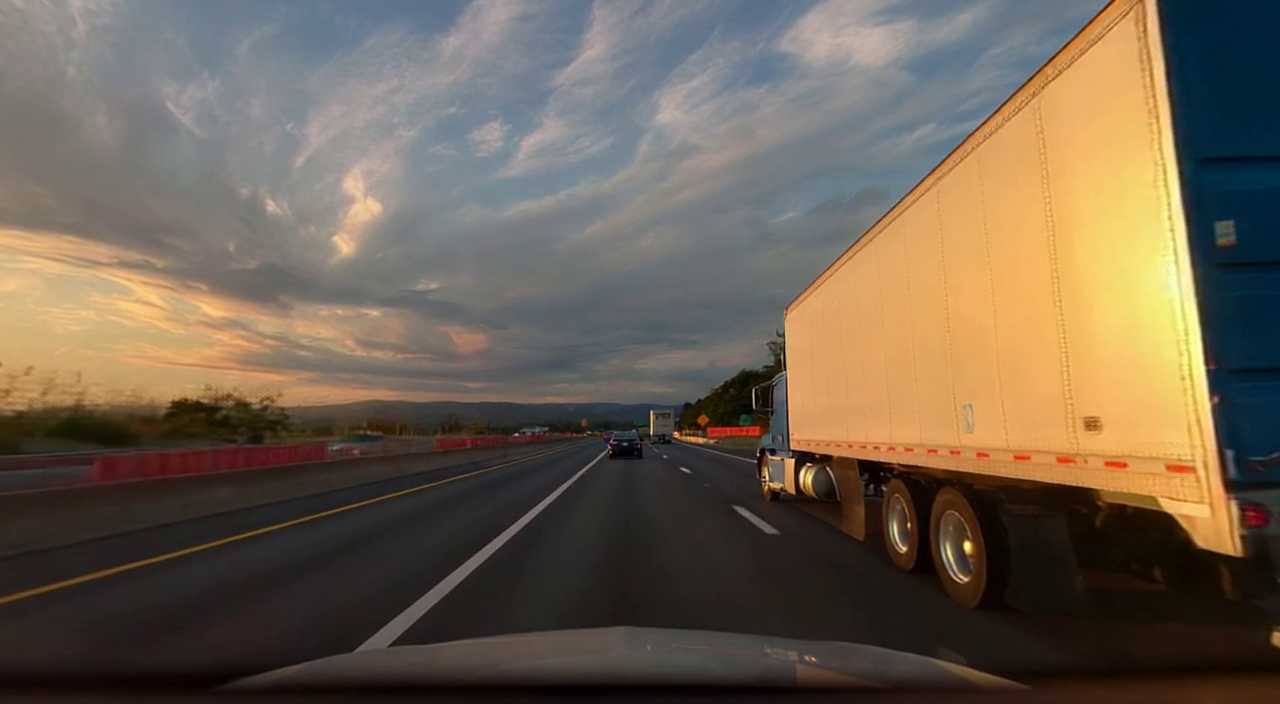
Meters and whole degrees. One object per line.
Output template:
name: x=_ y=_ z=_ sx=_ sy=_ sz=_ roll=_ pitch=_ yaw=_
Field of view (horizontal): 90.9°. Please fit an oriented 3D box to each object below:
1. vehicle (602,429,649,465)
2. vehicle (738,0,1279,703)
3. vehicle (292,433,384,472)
vehicle: x=-0.609 y=4.138 z=27.739 sx=1.929 sy=1.469 sz=3.677 roll=0 pitch=-8 yaw=-1
vehicle: x=3.623 y=0.368 z=7.238 sx=2.919 sy=3.634 sz=10.888 roll=0 pitch=-8 yaw=-2
vehicle: x=-12.015 y=4.012 z=25.394 sx=1.742 sy=1.415 sz=4.162 roll=0 pitch=-8 yaw=-1
